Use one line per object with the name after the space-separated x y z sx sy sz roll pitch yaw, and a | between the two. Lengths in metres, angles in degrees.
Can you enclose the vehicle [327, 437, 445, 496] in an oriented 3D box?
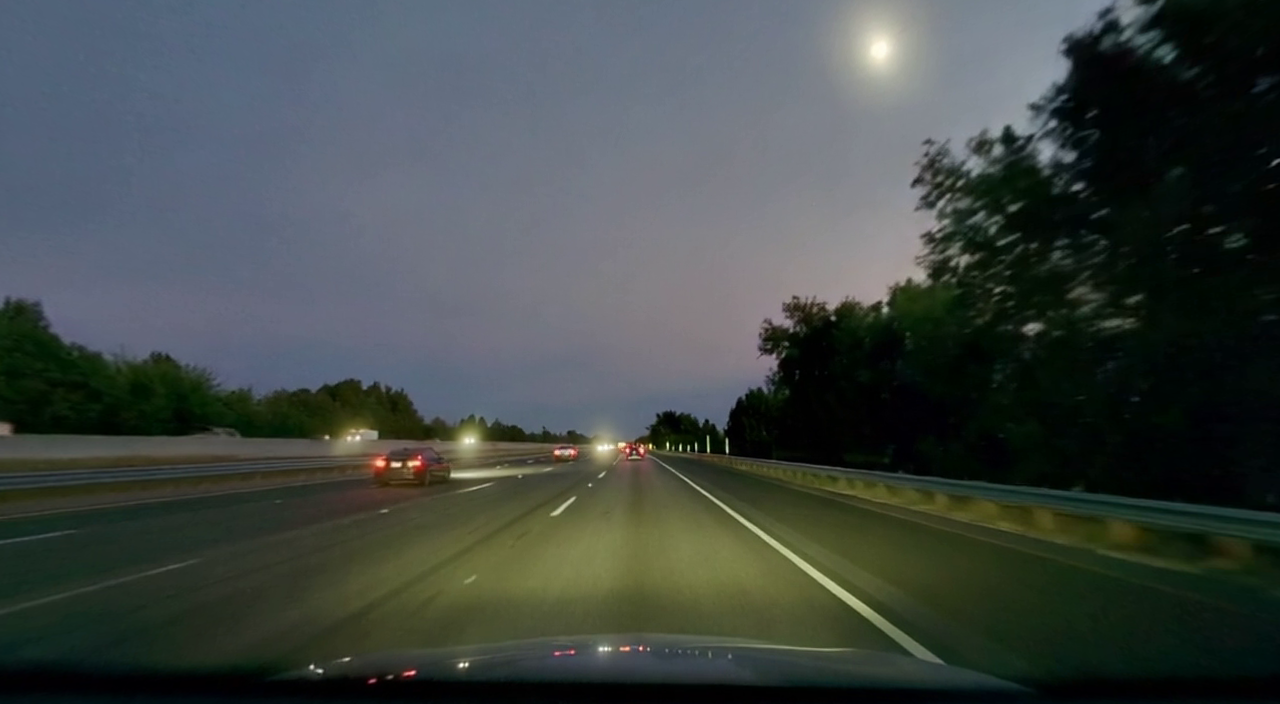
-7.551 3.424 19.239 1.972 1.603 3.891 0 -8 0 | vehicle
